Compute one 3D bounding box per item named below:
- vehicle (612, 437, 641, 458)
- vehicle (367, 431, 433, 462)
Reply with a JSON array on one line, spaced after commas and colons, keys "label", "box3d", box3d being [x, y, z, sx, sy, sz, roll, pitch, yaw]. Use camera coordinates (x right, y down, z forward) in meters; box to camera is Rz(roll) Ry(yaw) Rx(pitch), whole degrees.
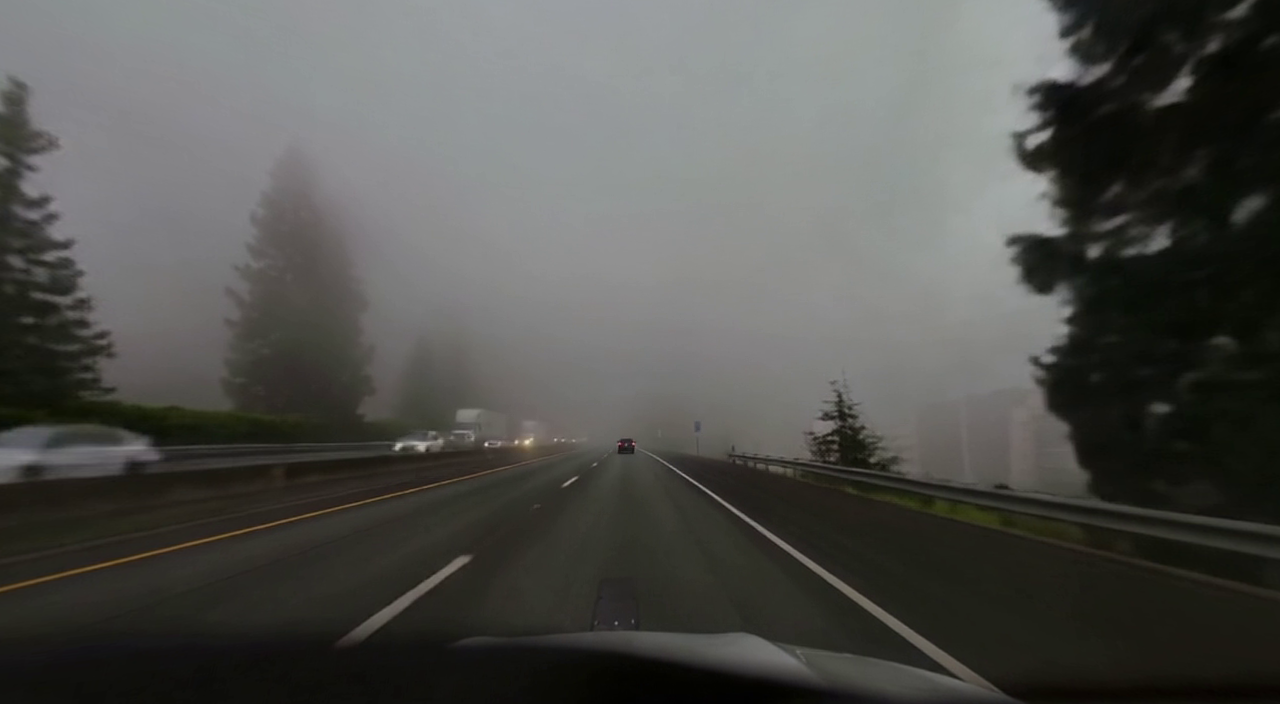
[{"label": "vehicle", "box3d": [-1.038, 7.234, 47.893, 2.099, 1.504, 3.843, 0, -8, -2]}, {"label": "vehicle", "box3d": [-12.705, 5.032, 33.627, 1.900, 1.490, 4.375, 0, -8, -1]}]
